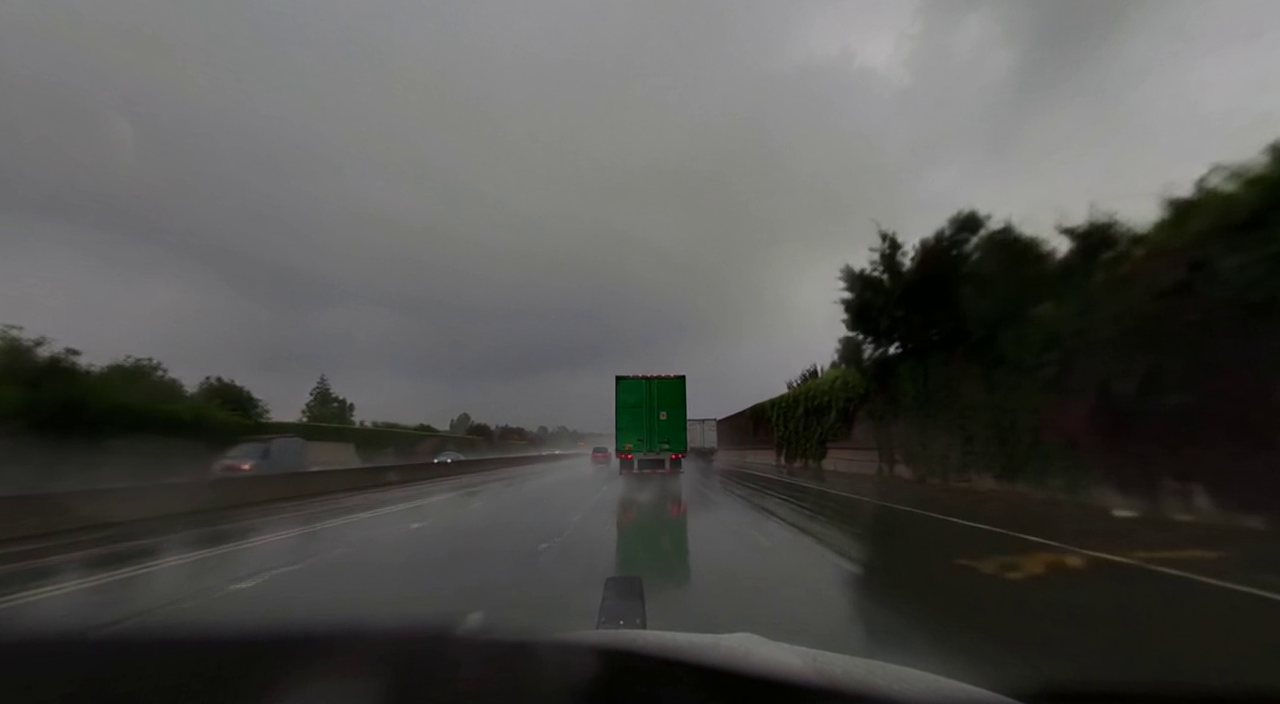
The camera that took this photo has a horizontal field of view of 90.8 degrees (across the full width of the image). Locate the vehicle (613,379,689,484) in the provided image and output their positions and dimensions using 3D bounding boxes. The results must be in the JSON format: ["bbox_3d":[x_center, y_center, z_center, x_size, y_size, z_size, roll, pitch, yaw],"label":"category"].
[{"bbox_3d":[0.463,3.942,30.155,2.932,4.042,11.054,0,-9,0],"label":"vehicle"}]

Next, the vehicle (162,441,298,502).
[{"bbox_3d":[-18.772,5.447,29.362,2.296,2.503,5.755,0,-9,1],"label":"vehicle"}]
